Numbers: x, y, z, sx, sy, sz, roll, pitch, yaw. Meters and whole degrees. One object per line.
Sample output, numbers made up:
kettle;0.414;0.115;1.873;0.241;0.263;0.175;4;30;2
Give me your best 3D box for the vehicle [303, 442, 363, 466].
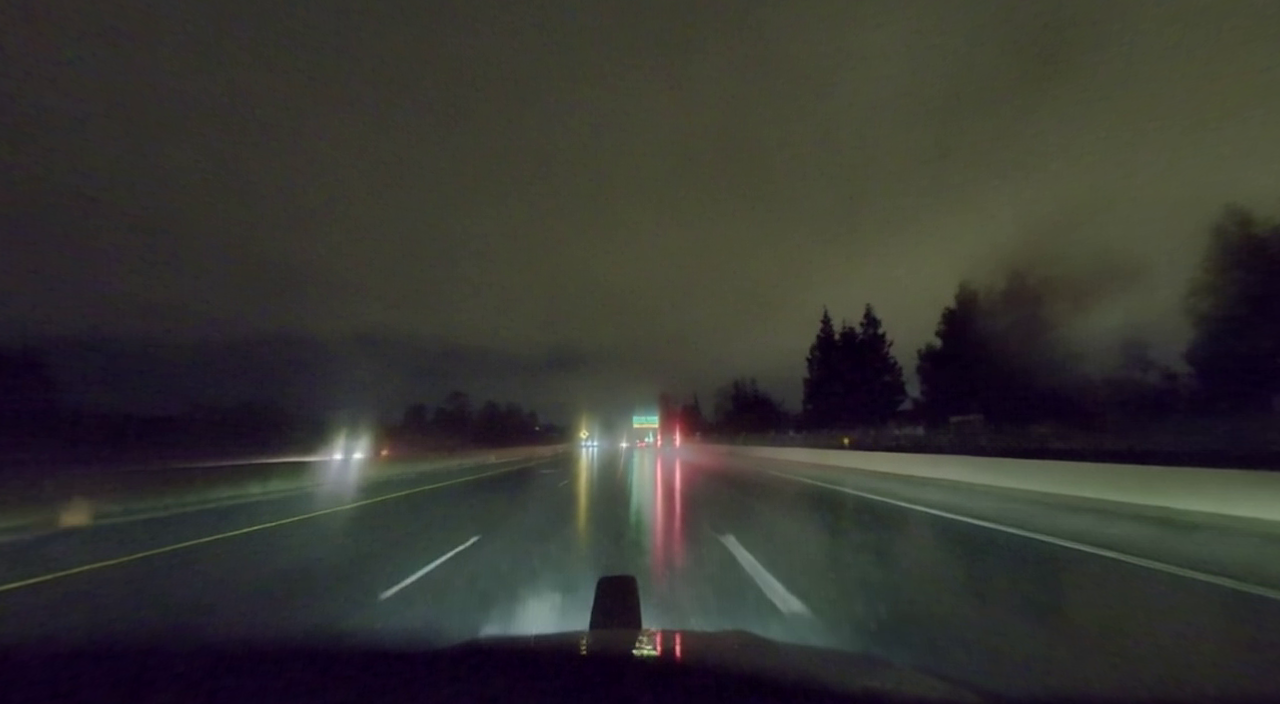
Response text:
vehicle;-20.097;6.639;41.336;1.879;1.456;4.091;0;-8;0
